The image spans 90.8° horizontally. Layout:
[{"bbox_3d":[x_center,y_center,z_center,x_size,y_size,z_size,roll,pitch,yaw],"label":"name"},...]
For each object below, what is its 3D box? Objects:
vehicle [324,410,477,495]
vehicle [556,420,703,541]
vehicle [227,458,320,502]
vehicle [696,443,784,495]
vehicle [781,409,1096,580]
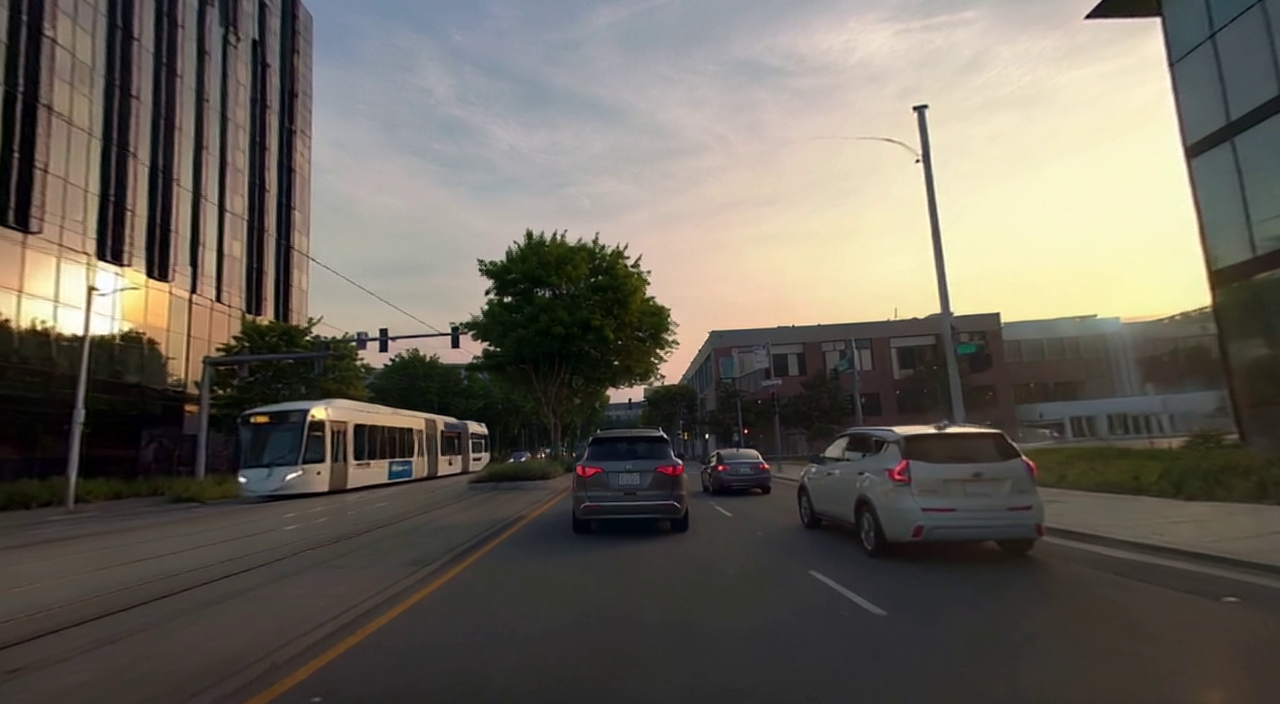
[{"bbox_3d":[-10.953,4.785,30.570,3.053,3.359,10.539,0,-8,1],"label":"vehicle"},{"bbox_3d":[-0.206,2.225,11.590,2.178,1.779,4.255,0,-8,-2],"label":"vehicle"},{"bbox_3d":[-18.533,6.454,32.275,1.933,1.919,4.913,0,-8,-2],"label":"vehicle"},{"bbox_3d":[3.087,3.696,20.430,1.993,1.480,4.324,0,-8,-2],"label":"vehicle"},{"bbox_3d":[3.572,1.795,8.823,2.029,1.717,4.624,0,-8,-1],"label":"vehicle"}]
